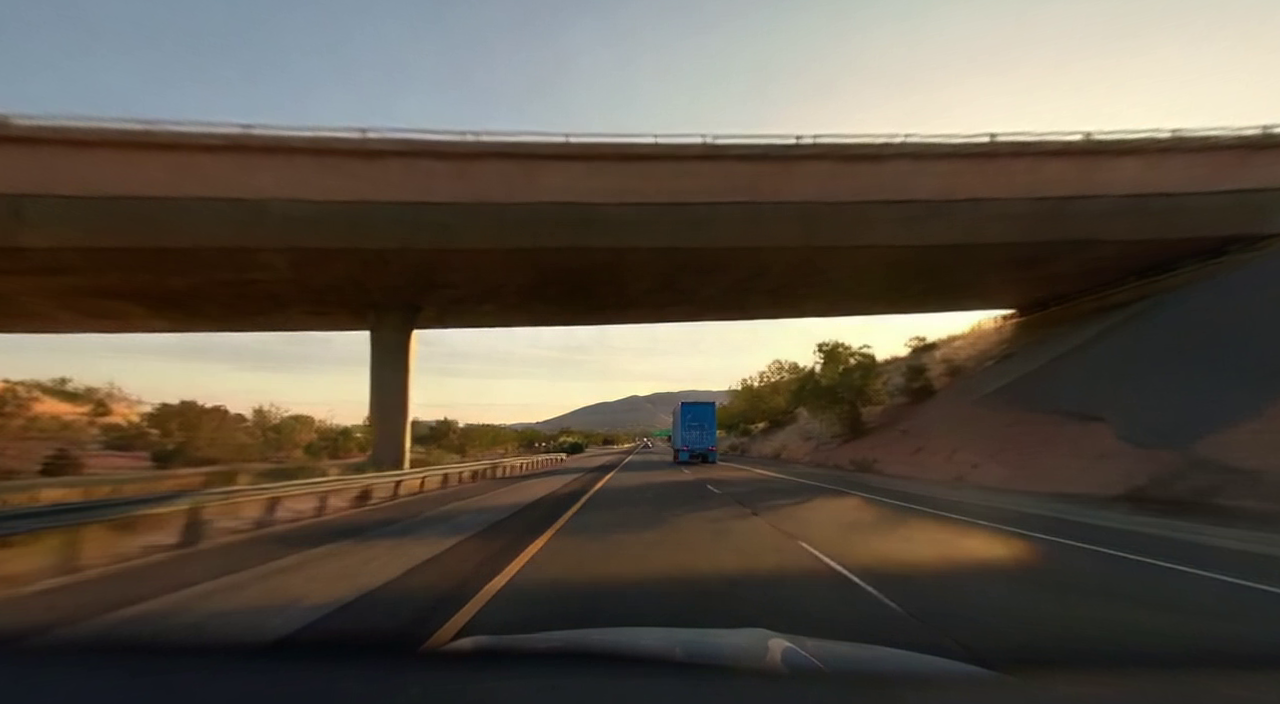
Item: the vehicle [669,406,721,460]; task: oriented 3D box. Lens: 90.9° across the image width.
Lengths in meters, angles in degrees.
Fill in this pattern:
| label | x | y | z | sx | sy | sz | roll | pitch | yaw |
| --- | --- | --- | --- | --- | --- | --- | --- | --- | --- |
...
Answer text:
| label | x | y | z | sx | sy | sz | roll | pitch | yaw |
| --- | --- | --- | --- | --- | --- | --- | --- | --- | --- |
| vehicle | 4.123 | 6.471 | 49.781 | 3.024 | 3.834 | 10.128 | 0 | -8 | -1 |
